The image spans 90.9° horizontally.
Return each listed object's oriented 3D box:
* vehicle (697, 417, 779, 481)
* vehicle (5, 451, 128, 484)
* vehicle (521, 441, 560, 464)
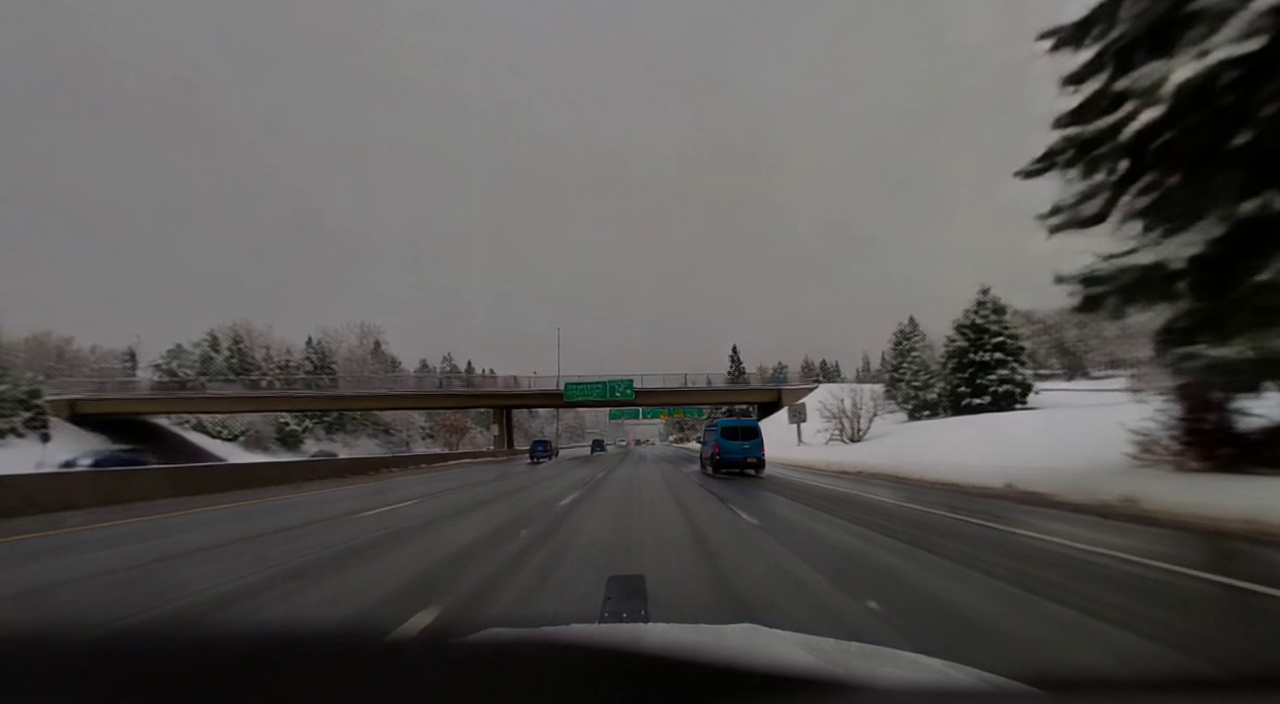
[{"bbox_3d":[3.764,3.881,25.356,2.347,2.234,5.352,0,-8,-1],"label":"vehicle"},{"bbox_3d":[-32.779,6.581,36.319,1.984,1.711,5.368,-1,-8,1],"label":"vehicle"},{"bbox_3d":[-7.306,7.418,46.770,2.068,1.632,4.623,-1,-8,1],"label":"vehicle"}]
